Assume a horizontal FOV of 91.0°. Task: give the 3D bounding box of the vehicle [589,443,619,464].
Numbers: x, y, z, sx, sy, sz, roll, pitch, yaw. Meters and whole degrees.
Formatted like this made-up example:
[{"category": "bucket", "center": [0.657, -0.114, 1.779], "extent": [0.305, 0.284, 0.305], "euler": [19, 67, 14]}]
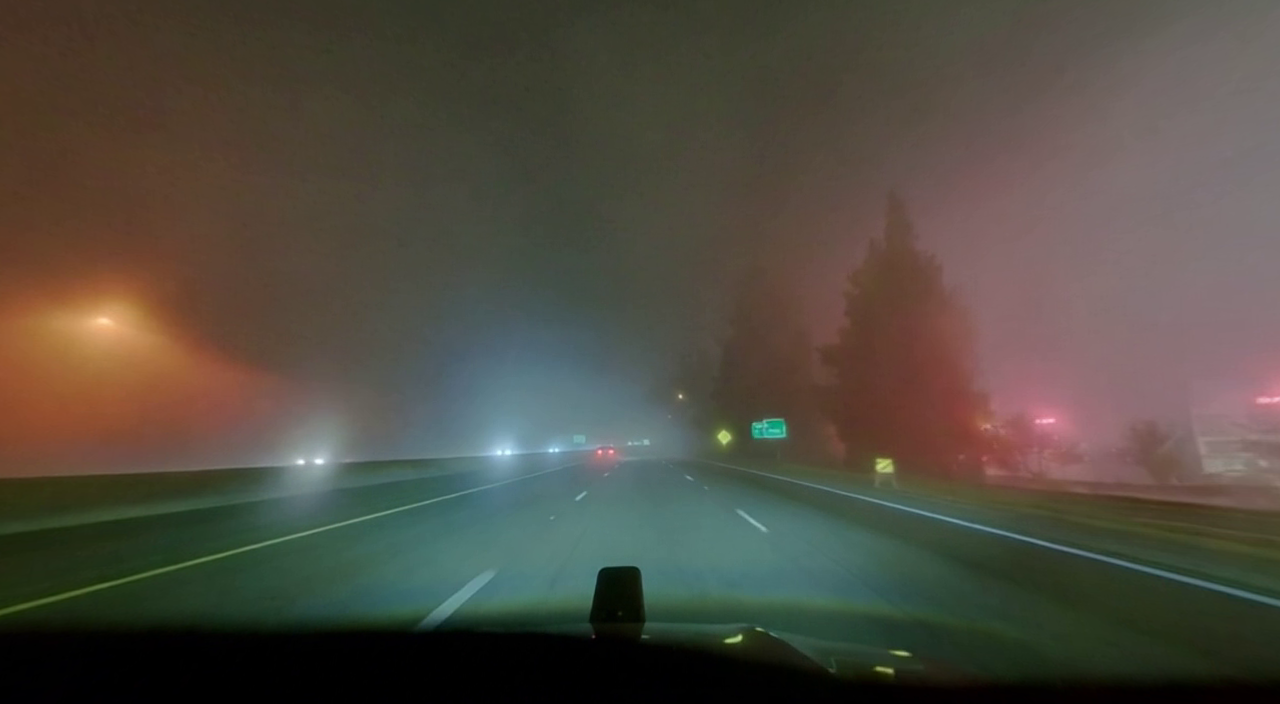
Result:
[{"category": "vehicle", "center": [-2.757, 7.909, 49.267], "extent": [2.015, 1.557, 4.229], "euler": [0, -9, 0]}]
